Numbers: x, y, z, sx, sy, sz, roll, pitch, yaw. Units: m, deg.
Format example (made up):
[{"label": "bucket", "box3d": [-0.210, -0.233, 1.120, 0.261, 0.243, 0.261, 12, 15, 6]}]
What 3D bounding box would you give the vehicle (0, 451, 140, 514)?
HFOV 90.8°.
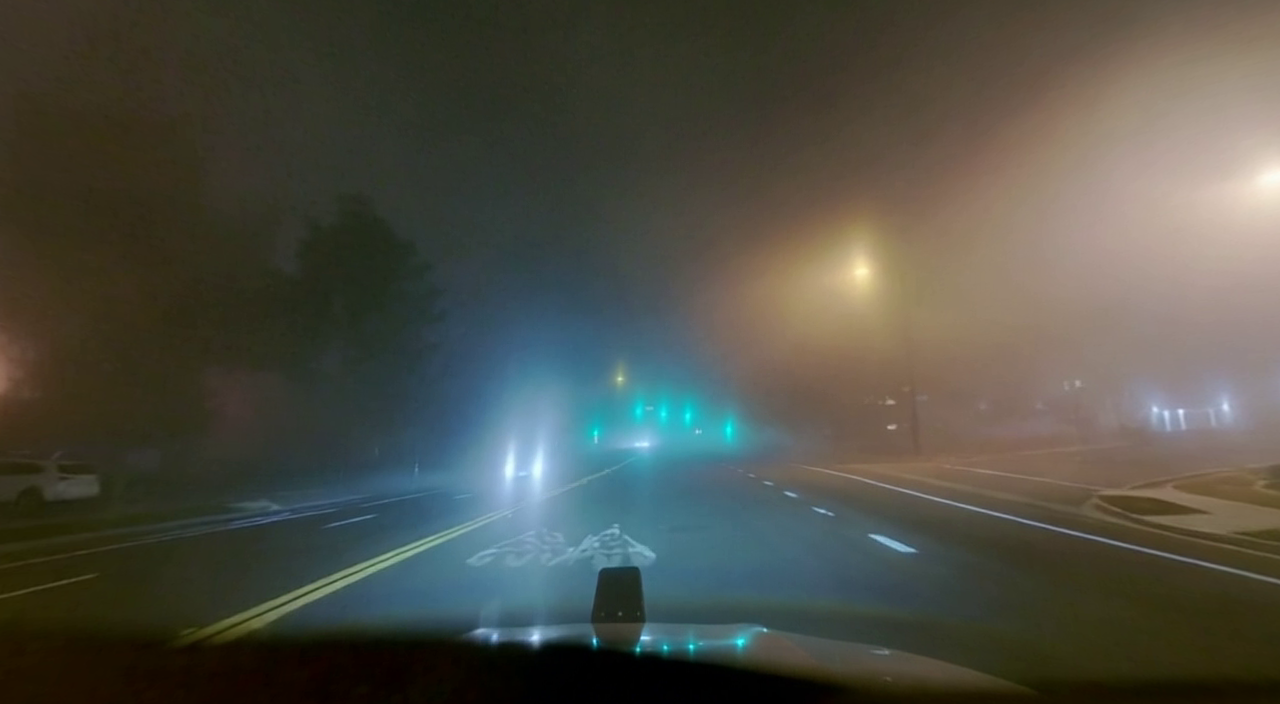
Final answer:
[{"label": "vehicle", "box3d": [-19.143, 4.059, 20.144, 2.030, 1.759, 4.949, -1, -8, 5]}]
